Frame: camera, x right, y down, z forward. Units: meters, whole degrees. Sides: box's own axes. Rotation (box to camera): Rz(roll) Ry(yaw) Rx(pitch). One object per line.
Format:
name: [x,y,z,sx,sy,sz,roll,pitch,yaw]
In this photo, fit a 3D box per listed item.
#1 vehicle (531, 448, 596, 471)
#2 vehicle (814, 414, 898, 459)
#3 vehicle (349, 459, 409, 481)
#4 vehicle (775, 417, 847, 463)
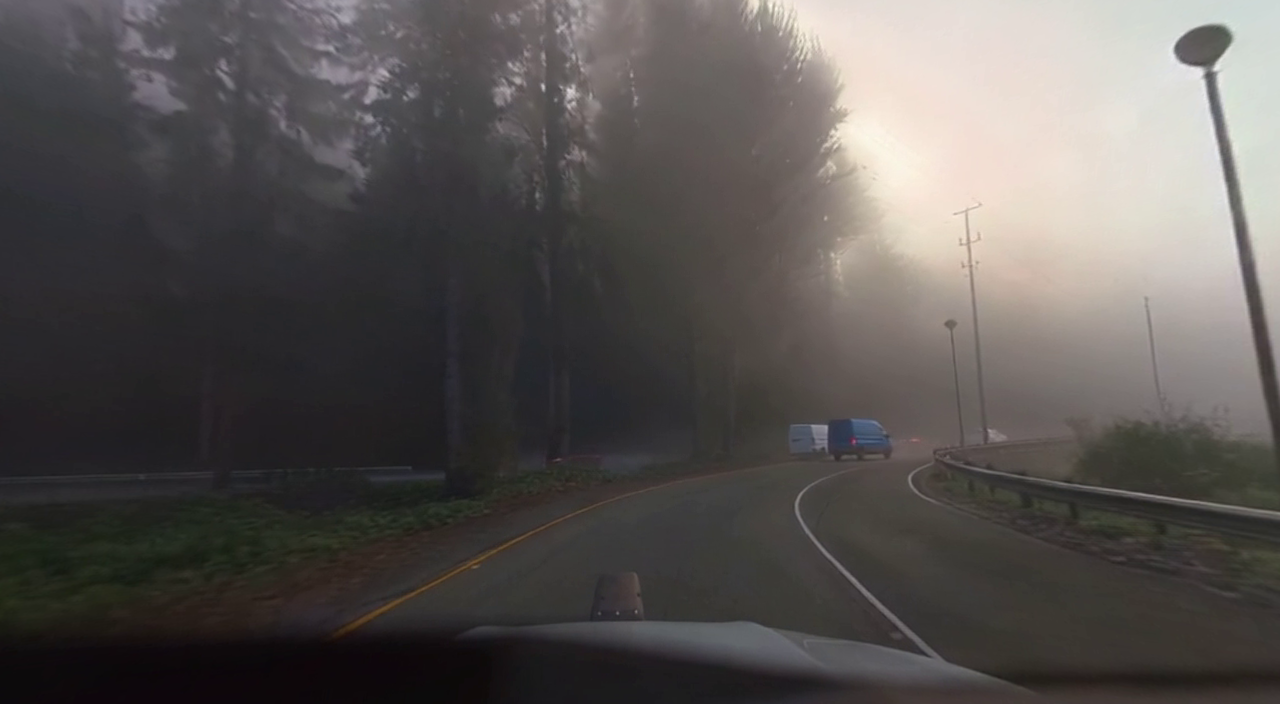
vehicle: [-5.200,7.312,43.131,4.034,1.479,1.840,7,-10,-41]
vehicle: [15.653,6.072,45.438,7.155,2.942,2.420,7,-10,-42]
vehicle: [-18.362,8.250,44.341,3.512,1.359,1.579,7,-10,-38]
vehicle: [11.276,5.740,41.376,4.784,2.535,2.203,2,-10,-44]
